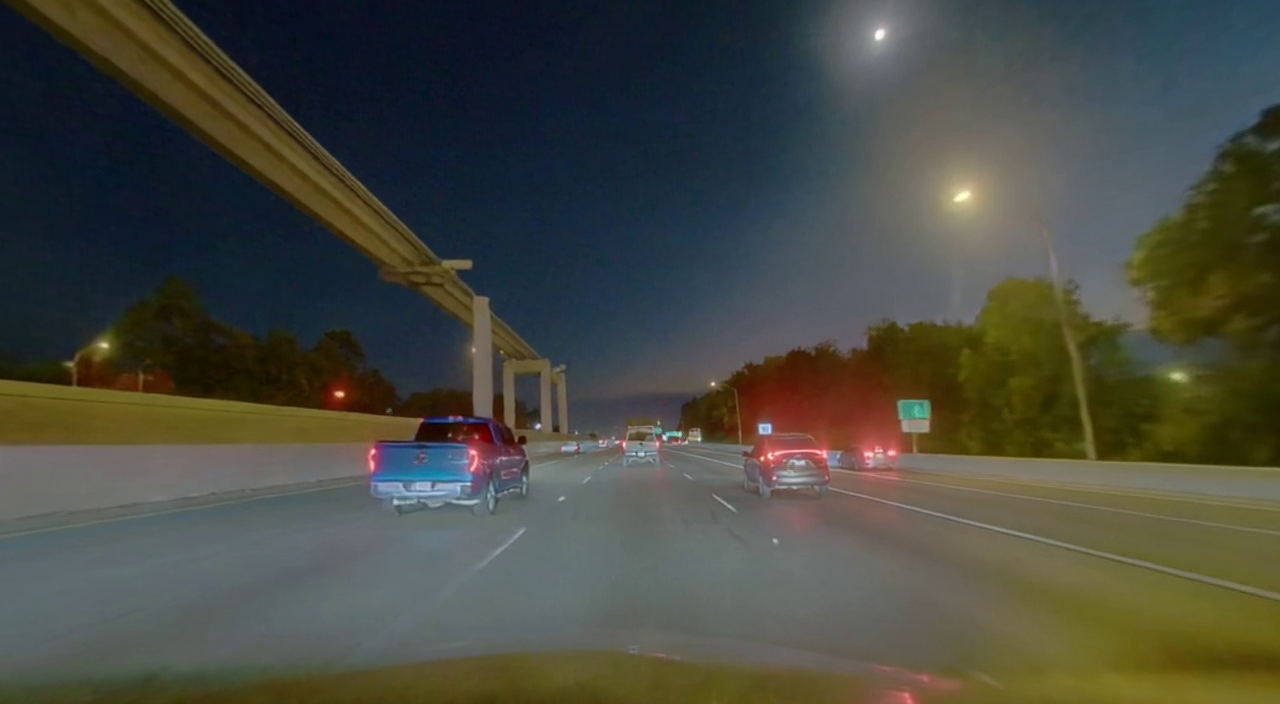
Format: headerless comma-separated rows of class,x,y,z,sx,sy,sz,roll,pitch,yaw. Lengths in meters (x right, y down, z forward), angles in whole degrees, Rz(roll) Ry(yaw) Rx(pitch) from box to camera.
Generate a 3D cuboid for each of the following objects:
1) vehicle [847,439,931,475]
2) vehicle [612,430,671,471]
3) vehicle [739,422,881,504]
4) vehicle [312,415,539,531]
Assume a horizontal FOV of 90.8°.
vehicle,11.127,4.710,28.592,1.961,1.480,4.331,0,-9,-1
vehicle,0.063,4.802,30.886,2.572,1.837,5.693,0,-9,0
vehicle,3.795,2.579,14.961,2.119,1.653,4.000,0,-9,-2
vehicle,-3.603,2.189,12.005,2.535,1.715,5.030,0,-9,0
